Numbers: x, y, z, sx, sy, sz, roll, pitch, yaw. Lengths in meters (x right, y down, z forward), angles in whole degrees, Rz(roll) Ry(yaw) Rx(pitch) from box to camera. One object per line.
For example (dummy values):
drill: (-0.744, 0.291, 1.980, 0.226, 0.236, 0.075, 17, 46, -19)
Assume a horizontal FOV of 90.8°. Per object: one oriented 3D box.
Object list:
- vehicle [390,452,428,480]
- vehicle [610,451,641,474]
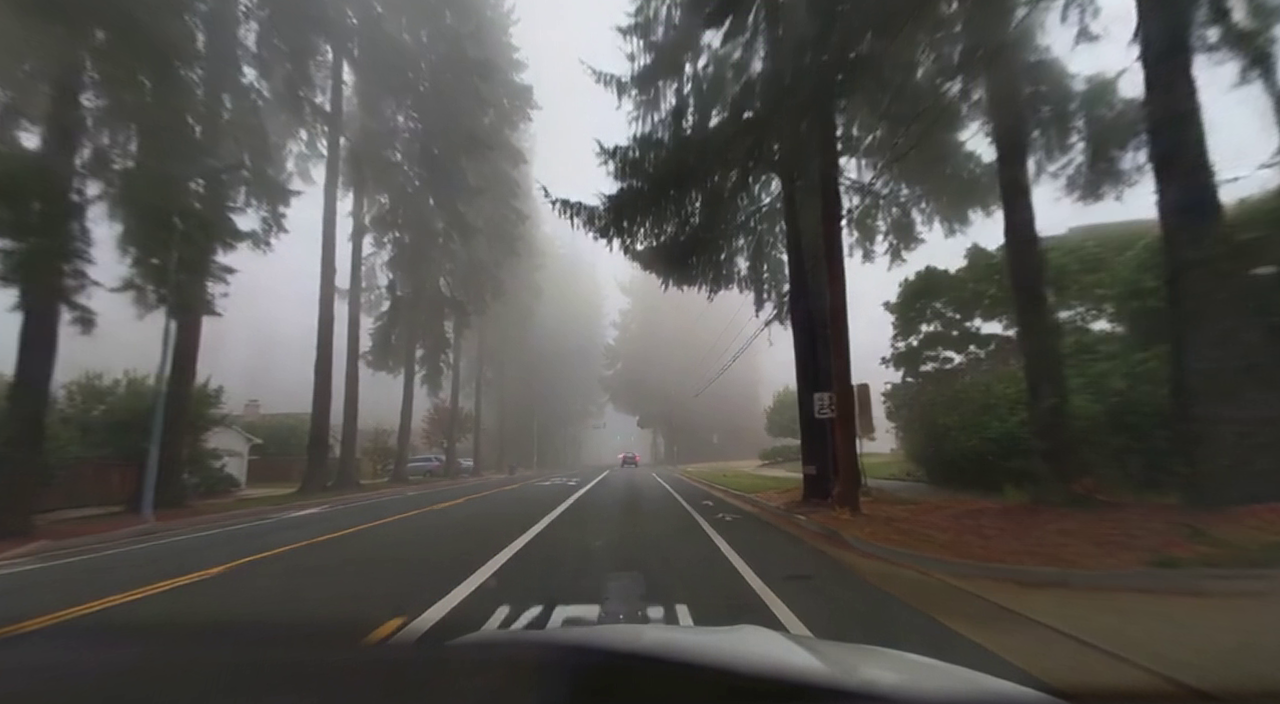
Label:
vehicle: (-17.202, 8.434, 46.901, 2.378, 1.922, 5.801, 4, -10, -21)
vehicle: (-1.086, 7.791, 44.827, 2.104, 1.500, 3.815, 1, -9, -2)
